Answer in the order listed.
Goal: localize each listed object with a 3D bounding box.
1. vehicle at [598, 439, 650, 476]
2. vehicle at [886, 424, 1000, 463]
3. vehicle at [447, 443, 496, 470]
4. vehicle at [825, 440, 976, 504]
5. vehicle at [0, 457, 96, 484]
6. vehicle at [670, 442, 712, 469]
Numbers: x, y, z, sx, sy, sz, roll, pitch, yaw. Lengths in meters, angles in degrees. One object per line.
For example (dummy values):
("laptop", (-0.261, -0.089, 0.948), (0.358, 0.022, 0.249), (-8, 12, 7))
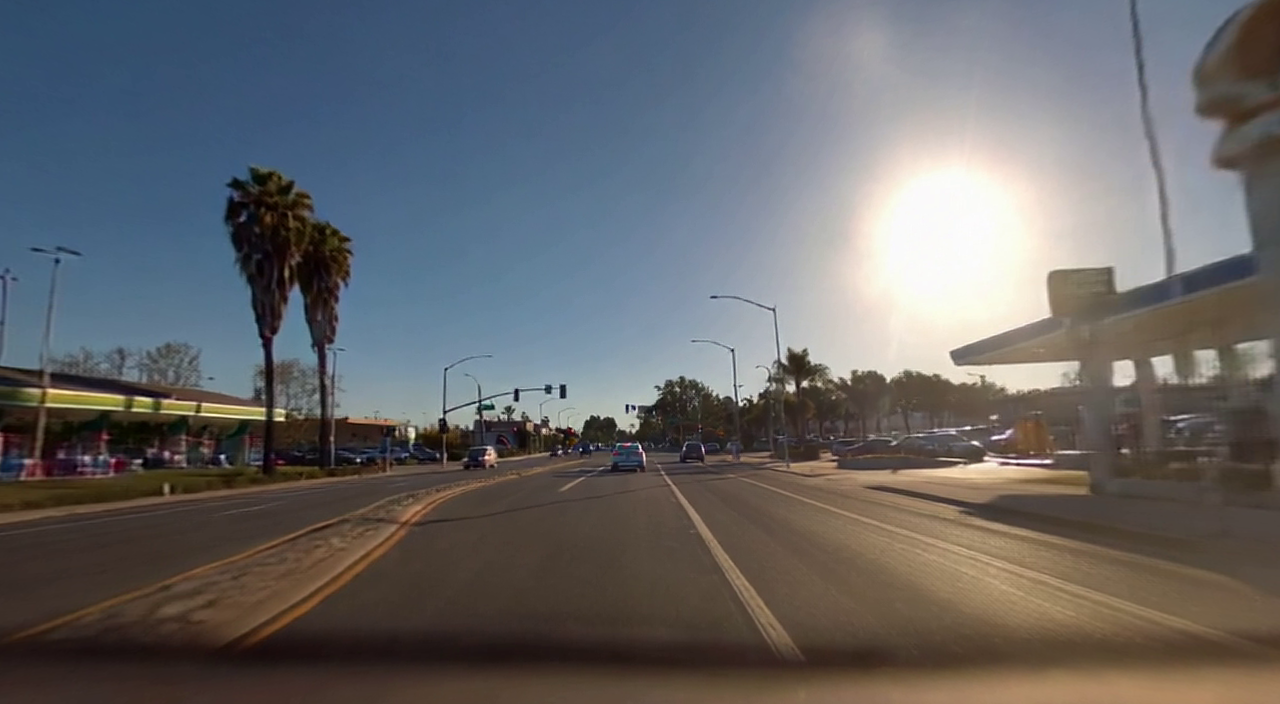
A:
("vehicle", (-0.688, 4.729, 28.492), (2.160, 1.508, 4.319), (0, -9, -1))
("vehicle", (16.216, 4.988, 34.260), (2.172, 1.855, 5.526), (2, -9, -19))
("vehicle", (-11.708, 7.296, 44.273), (2.098, 1.766, 4.787), (0, -9, 0))
("vehicle", (6.772, 3.163, 17.174), (1.922, 1.461, 4.868), (0, -9, -1))
("vehicle", (-35.126, 6.919, 37.118), (4.613, 1.477, 1.927), (0, -9, 0))
("vehicle", (2.969, 6.117, 37.521), (2.060, 1.471, 4.168), (0, -9, -1))
